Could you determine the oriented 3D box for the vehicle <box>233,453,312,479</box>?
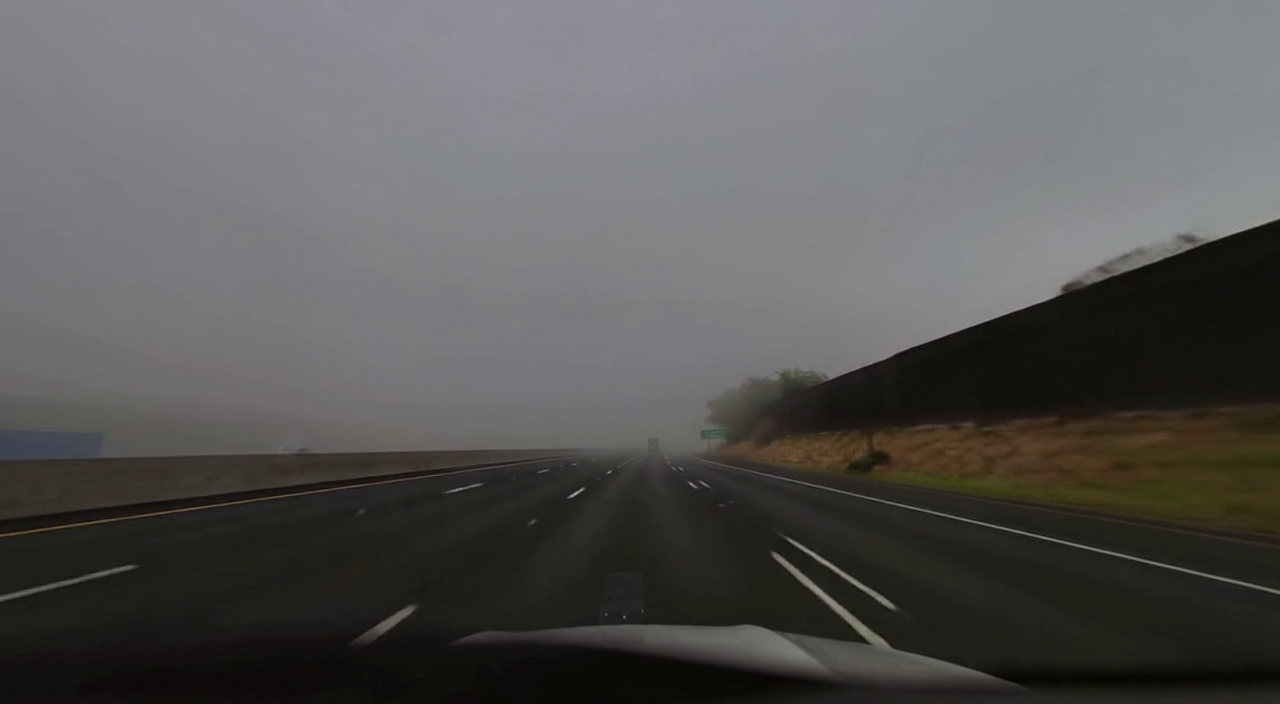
[{"bbox_3d":[-21.957,6.821,37.928,1.900,1.475,4.609,0,-9,1],"label":"vehicle"}]
